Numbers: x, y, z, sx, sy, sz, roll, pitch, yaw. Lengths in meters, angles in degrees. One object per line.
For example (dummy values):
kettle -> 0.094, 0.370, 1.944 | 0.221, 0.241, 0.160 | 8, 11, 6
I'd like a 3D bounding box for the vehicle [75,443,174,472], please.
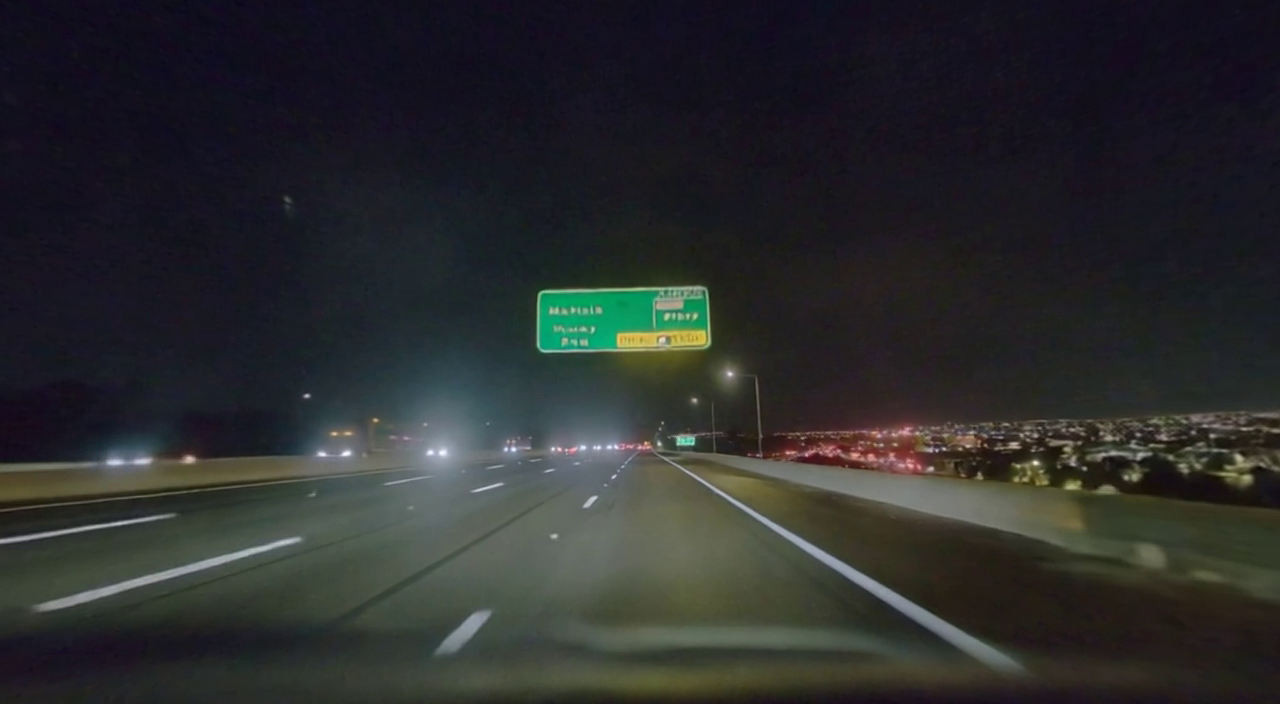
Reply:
vehicle -> -30.606, 6.259, 37.617 | 1.900, 1.553, 4.687 | 1, -9, 0
